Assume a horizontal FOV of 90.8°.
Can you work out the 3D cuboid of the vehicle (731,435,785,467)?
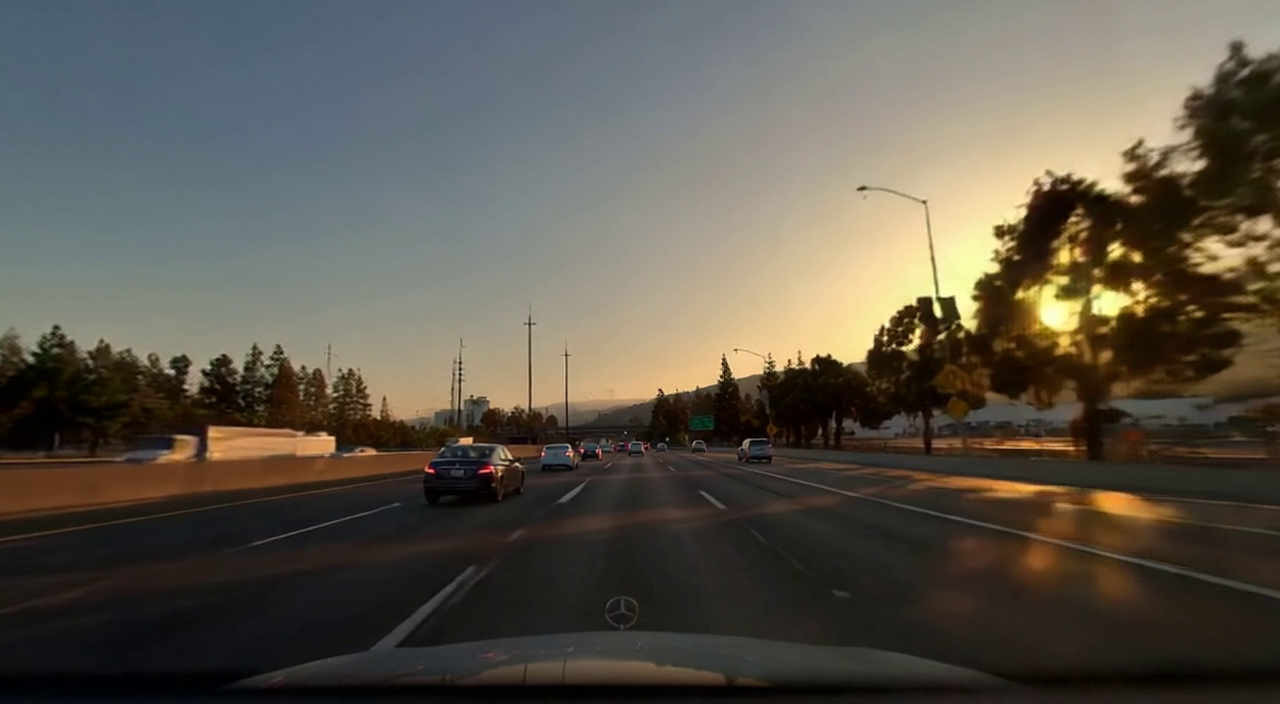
[{"bbox_3d":[6.886,5.830,37.383,2.147,1.769,4.666,0,-9,-2],"label":"vehicle"}]

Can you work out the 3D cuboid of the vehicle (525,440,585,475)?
[{"bbox_3d":[-3.826,4.832,29.155,2.047,1.469,4.614,0,-9,1],"label":"vehicle"}]

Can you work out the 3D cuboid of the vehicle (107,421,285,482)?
[{"bbox_3d":[-28.449,6.517,41.710,2.907,3.420,12.211,0,-9,0],"label":"vehicle"}]

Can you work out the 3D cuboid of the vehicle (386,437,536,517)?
[{"bbox_3d":[-3.592,2.588,13.611,1.959,1.433,4.291,0,-9,0],"label":"vehicle"}]
